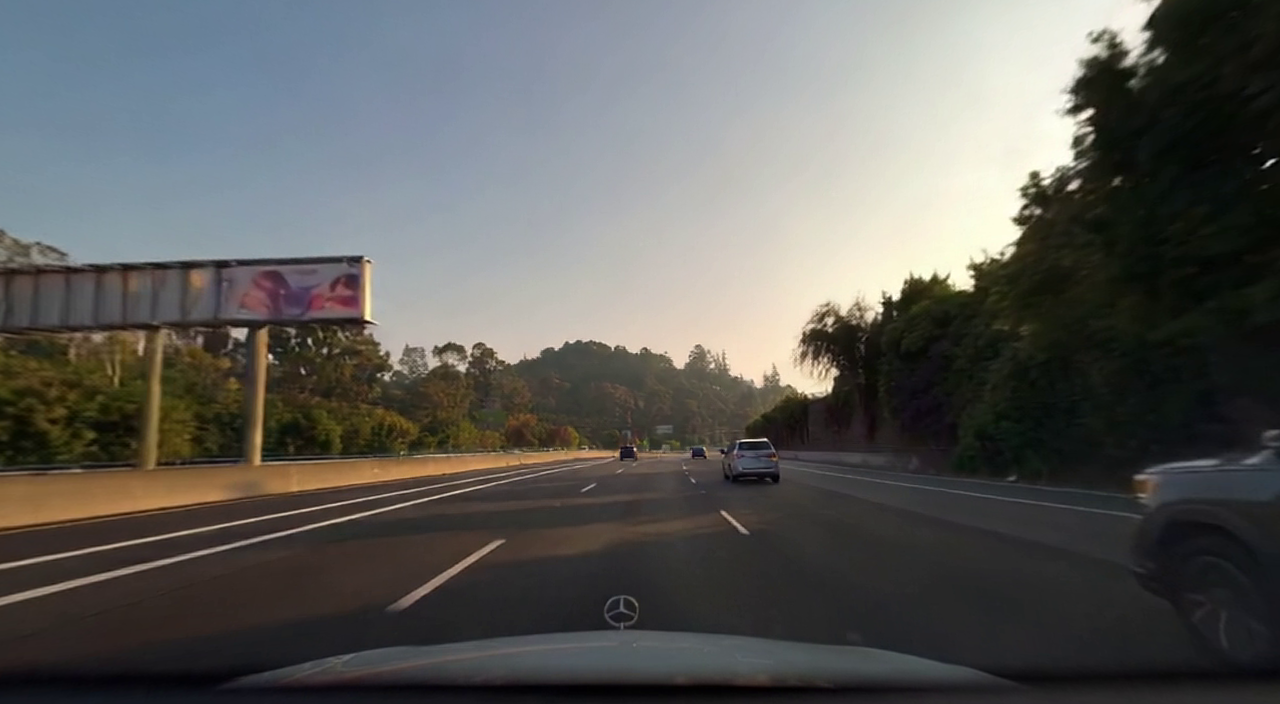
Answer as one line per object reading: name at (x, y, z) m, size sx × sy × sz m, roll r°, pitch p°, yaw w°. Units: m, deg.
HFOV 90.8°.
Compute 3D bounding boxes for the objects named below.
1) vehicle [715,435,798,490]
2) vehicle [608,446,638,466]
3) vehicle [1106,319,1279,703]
vehicle at (3.946, 3.841, 22.240) m, size 2.075 × 1.743 × 4.410 m, roll 0°, pitch -9°, yaw 0°
vehicle at (-1.237, 8.002, 48.557) m, size 1.972 × 1.444 × 4.191 m, roll -1°, pitch -9°, yaw 3°
vehicle at (4.145, 0.614, 1.891) m, size 2.165 × 1.881 × 4.274 m, roll 0°, pitch -9°, yaw 0°
